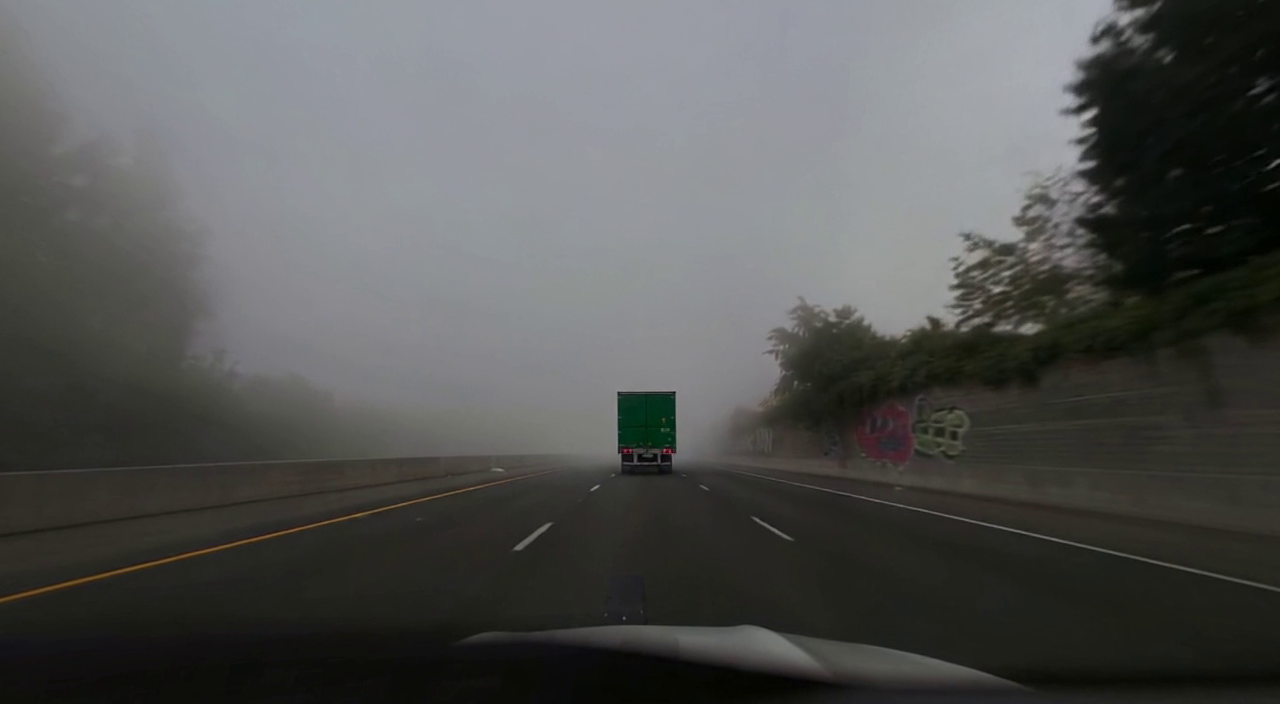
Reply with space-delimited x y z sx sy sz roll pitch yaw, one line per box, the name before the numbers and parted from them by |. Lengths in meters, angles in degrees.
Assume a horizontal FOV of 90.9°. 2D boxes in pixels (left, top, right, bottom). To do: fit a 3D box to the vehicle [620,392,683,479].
vehicle | 0.403 4.607 33.888 2.900 3.955 10.151 0 -9 -1
